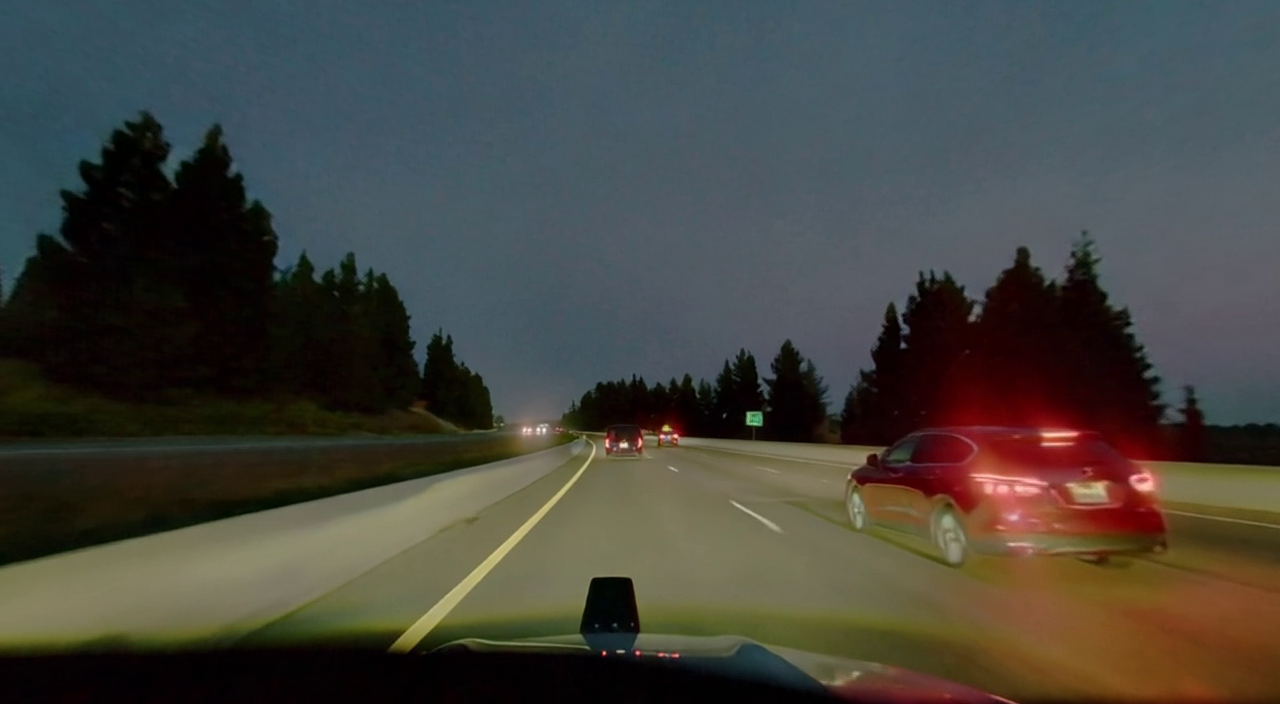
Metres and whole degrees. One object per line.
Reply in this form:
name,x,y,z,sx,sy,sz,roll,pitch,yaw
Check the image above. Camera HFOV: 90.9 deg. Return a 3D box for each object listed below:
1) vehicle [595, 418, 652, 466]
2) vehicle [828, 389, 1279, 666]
vehicle,-0.807,4.116,29.017,2.403,1.994,4.683,0,-8,-3
vehicle,3.438,1.293,5.755,2.078,1.600,4.012,0,-8,-2
